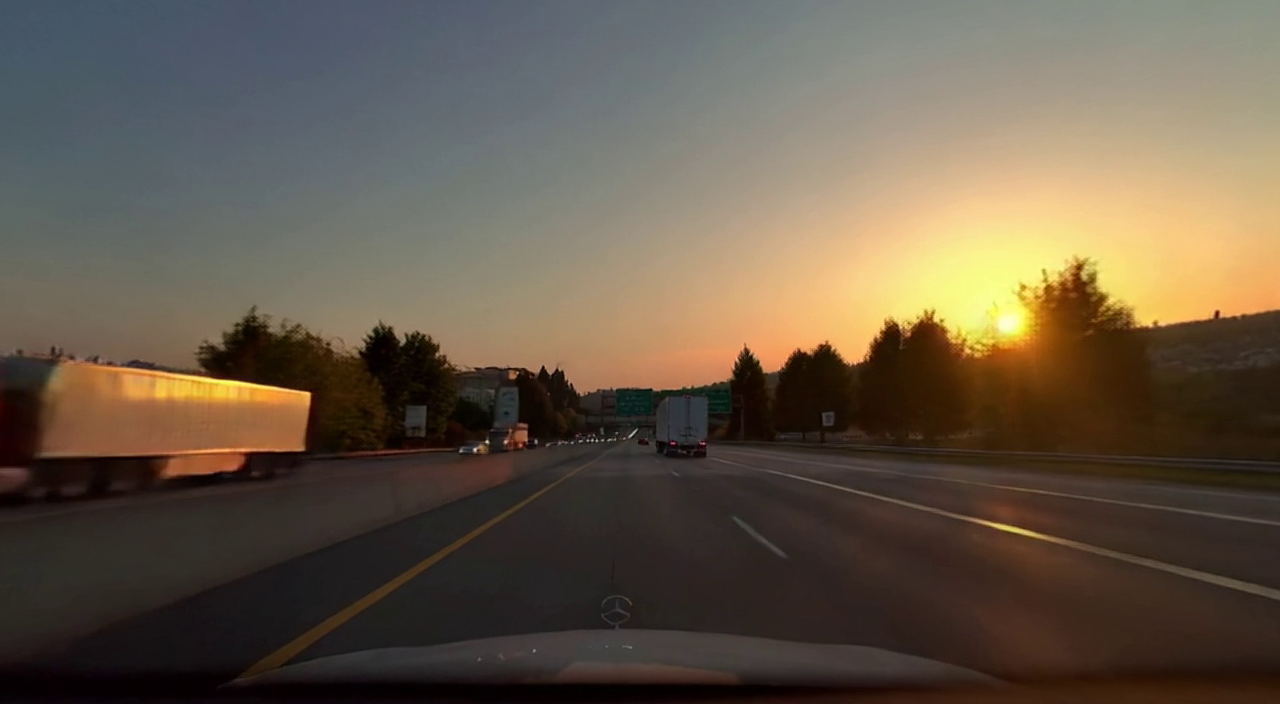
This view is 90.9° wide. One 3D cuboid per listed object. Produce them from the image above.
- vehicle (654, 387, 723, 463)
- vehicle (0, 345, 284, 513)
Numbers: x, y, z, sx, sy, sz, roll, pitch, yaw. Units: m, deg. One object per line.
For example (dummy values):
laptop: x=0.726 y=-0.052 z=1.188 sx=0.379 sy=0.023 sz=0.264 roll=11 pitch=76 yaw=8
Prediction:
vehicle: x=2.693 y=4.785 z=40.087 sx=2.954 sy=3.995 sz=13.335 roll=0 pitch=-8 yaw=-2
vehicle: x=-17.466 y=2.659 z=21.082 sx=3.090 sy=4.123 sz=13.984 roll=0 pitch=-8 yaw=-1
